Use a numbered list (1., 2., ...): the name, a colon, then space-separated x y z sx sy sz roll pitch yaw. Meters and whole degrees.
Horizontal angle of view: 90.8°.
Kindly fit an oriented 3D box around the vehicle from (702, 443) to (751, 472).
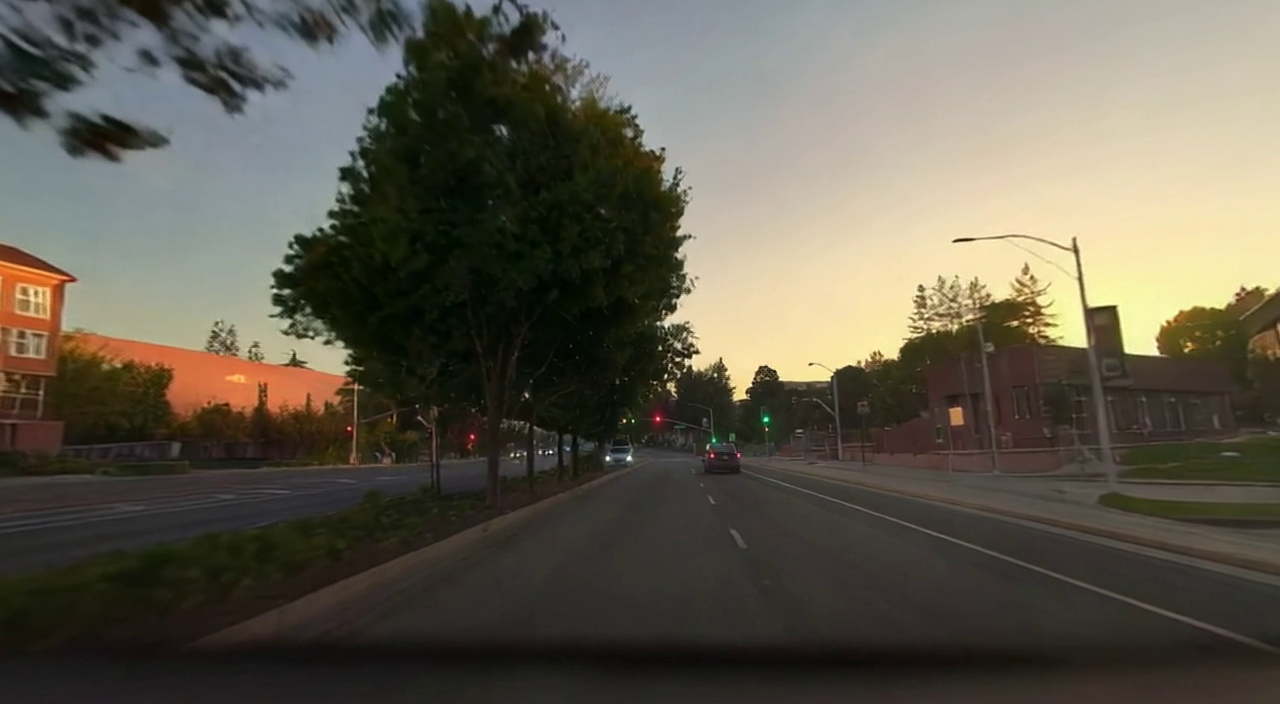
1. vehicle: 4.621 5.683 34.299 2.133 1.481 4.276 0 -8 1
